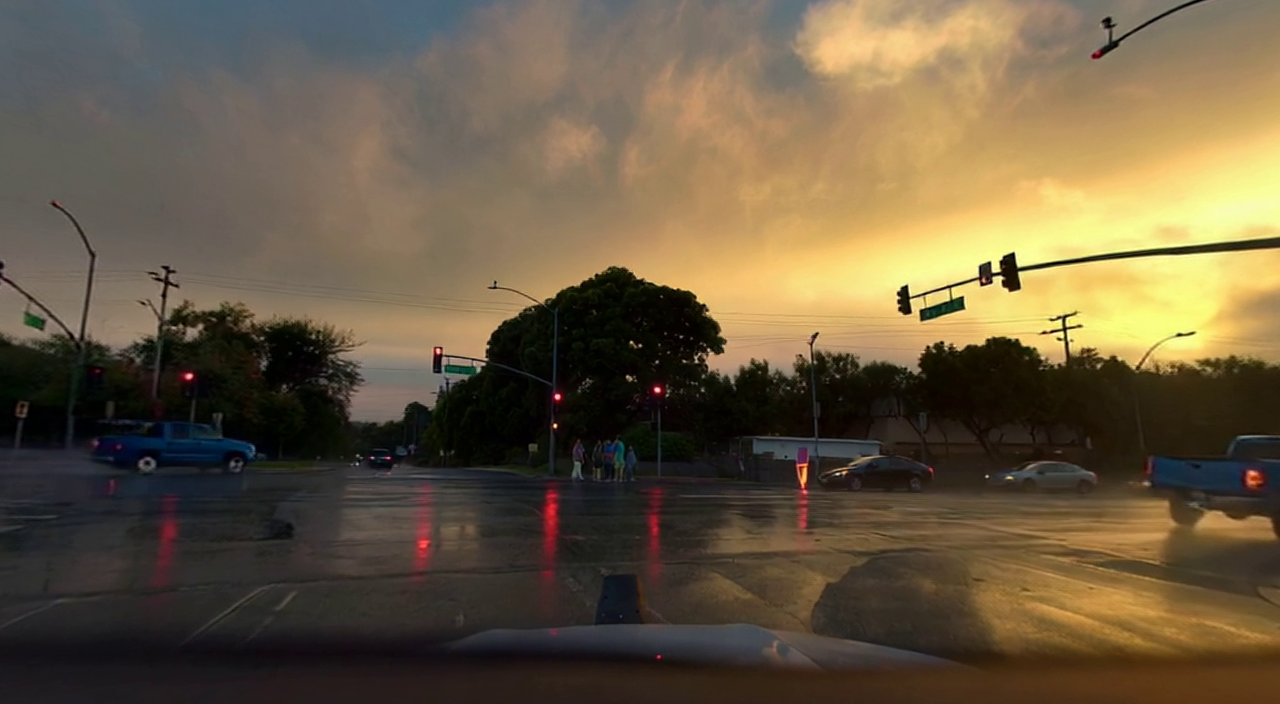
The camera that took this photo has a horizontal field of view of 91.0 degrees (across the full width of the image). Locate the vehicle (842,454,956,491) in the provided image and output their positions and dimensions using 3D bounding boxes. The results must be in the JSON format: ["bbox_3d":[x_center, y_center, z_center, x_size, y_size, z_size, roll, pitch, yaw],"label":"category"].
[{"bbox_3d":[12.086,5.639,29.552,4.537,1.608,1.827,1,-9,-6],"label":"vehicle"}]

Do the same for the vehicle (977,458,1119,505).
[{"bbox_3d":[16.175,5.111,25.099,4.356,1.498,1.957,-2,-8,-5],"label":"vehicle"}]

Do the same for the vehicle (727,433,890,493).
[{"bbox_3d":[6.274,4.187,23.770,5.535,1.896,2.170,4,-9,-7],"label":"vehicle"}]

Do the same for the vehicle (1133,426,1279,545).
[{"bbox_3d":[15.535,3.038,14.862,5.978,2.400,2.851,3,-9,-14],"label":"vehicle"}]

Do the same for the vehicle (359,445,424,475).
[{"bbox_3d":[-13.619,5.948,34.829,1.964,1.525,4.750,1,-9,-4],"label":"vehicle"}]

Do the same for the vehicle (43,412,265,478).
[{"bbox_3d":[-16.875,3.310,22.299,2.243,2.011,5.631,-5,-10,29],"label":"vehicle"}]
